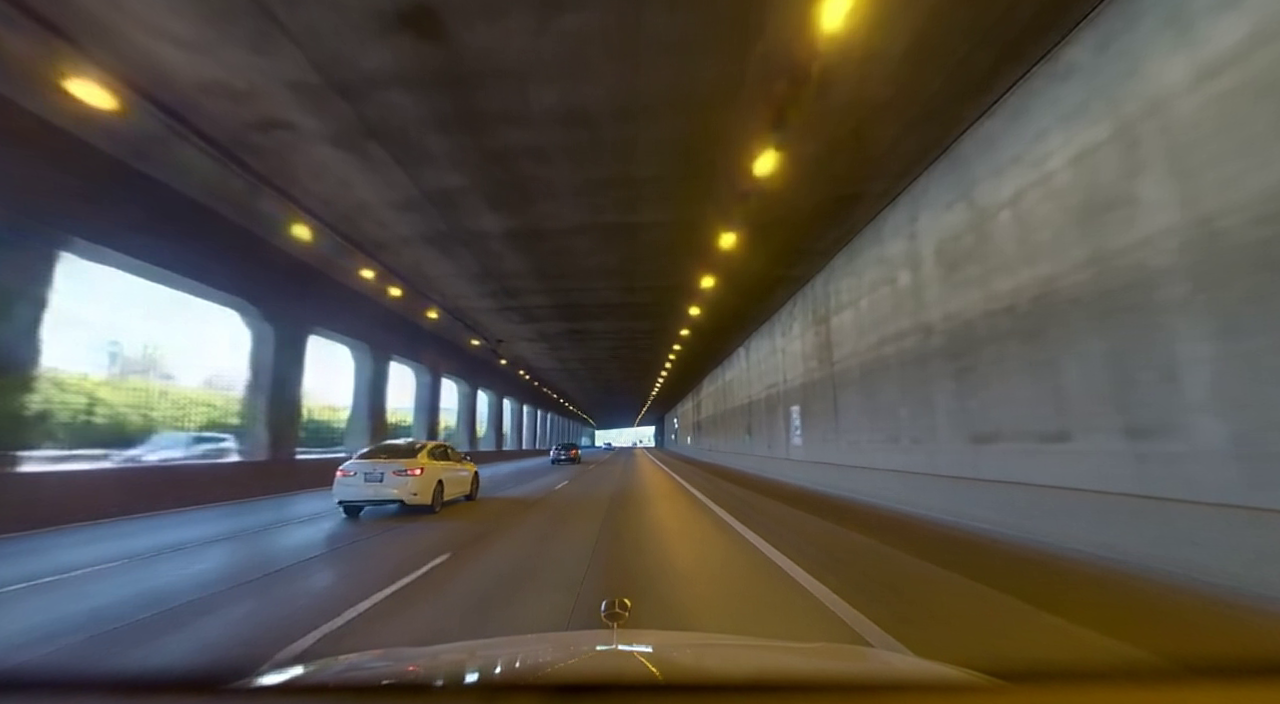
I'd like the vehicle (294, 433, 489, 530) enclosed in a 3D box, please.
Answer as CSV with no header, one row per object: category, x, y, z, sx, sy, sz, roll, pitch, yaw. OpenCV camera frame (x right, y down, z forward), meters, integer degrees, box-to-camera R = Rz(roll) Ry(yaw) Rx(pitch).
vehicle,-4.256,2.262,11.648,1.885,1.424,4.230,0,-8,0

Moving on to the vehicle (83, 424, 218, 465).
vehicle,-19.594,3.752,25.505,1.836,1.488,4.513,0,-8,0

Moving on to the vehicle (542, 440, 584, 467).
vehicle,-4.425,5.903,36.761,1.973,1.474,4.199,0,-8,-1
